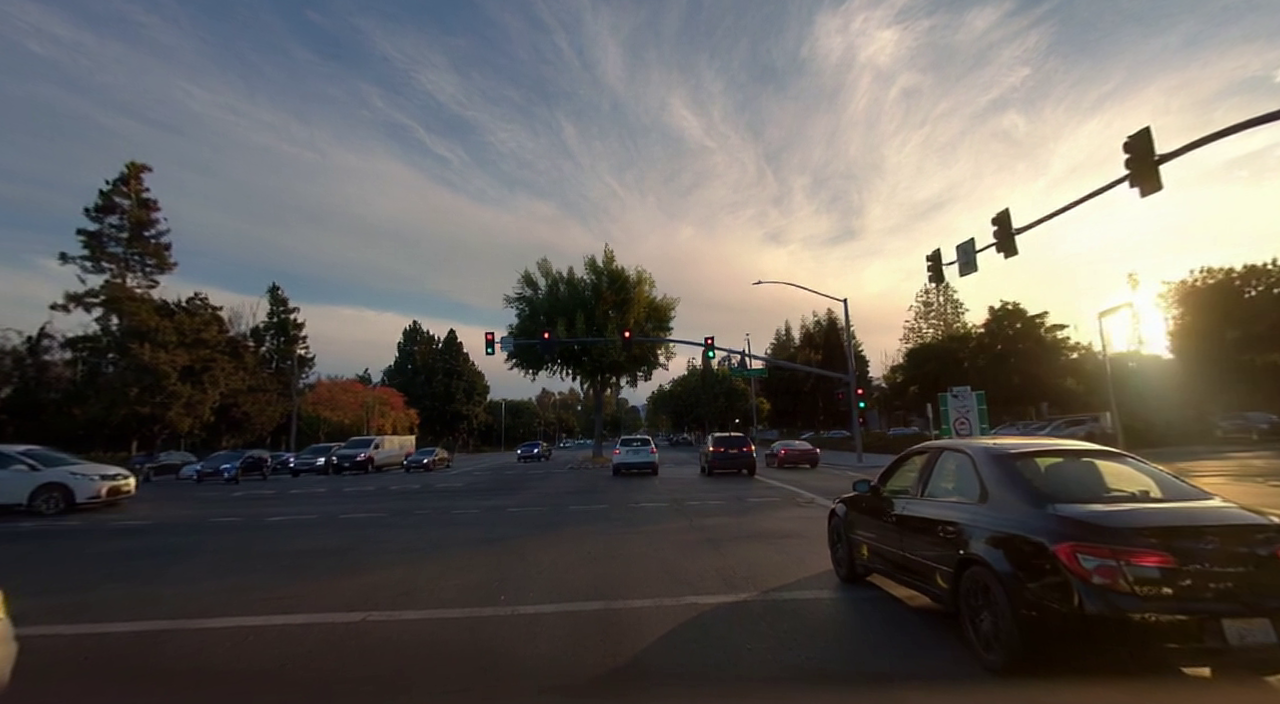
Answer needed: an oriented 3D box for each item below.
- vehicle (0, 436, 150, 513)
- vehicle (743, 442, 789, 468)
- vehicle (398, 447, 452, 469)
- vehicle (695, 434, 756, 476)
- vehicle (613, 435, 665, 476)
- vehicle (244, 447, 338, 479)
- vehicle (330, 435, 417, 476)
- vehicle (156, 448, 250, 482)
[{"bbox_3d":[-14.340,2.753,14.390,4.556,1.639,2.052,4,-9,-28],"label":"vehicle"},{"bbox_3d":[7.269,5.971,36.735,1.847,1.432,4.039,0,-8,-1],"label":"vehicle"},{"bbox_3d":[-14.081,6.967,41.520,1.926,1.325,4.162,0,-8,2],"label":"vehicle"},{"bbox_3d":[3.729,4.581,28.217,2.097,1.707,4.461,0,-8,0],"label":"vehicle"},{"bbox_3d":[-0.052,4.715,28.956,2.215,1.749,3.976,0,-8,0],"label":"vehicle"},{"bbox_3d":[-17.566,5.590,32.002,2.086,1.458,4.457,-1,-8,2],"label":"vehicle"},{"bbox_3d":[-14.014,5.467,33.604,2.196,1.961,5.359,0,-8,1],"label":"vehicle"},{"bbox_3d":[-20.803,5.370,30.188,1.800,1.511,3.631,0,-8,1],"label":"vehicle"}]
